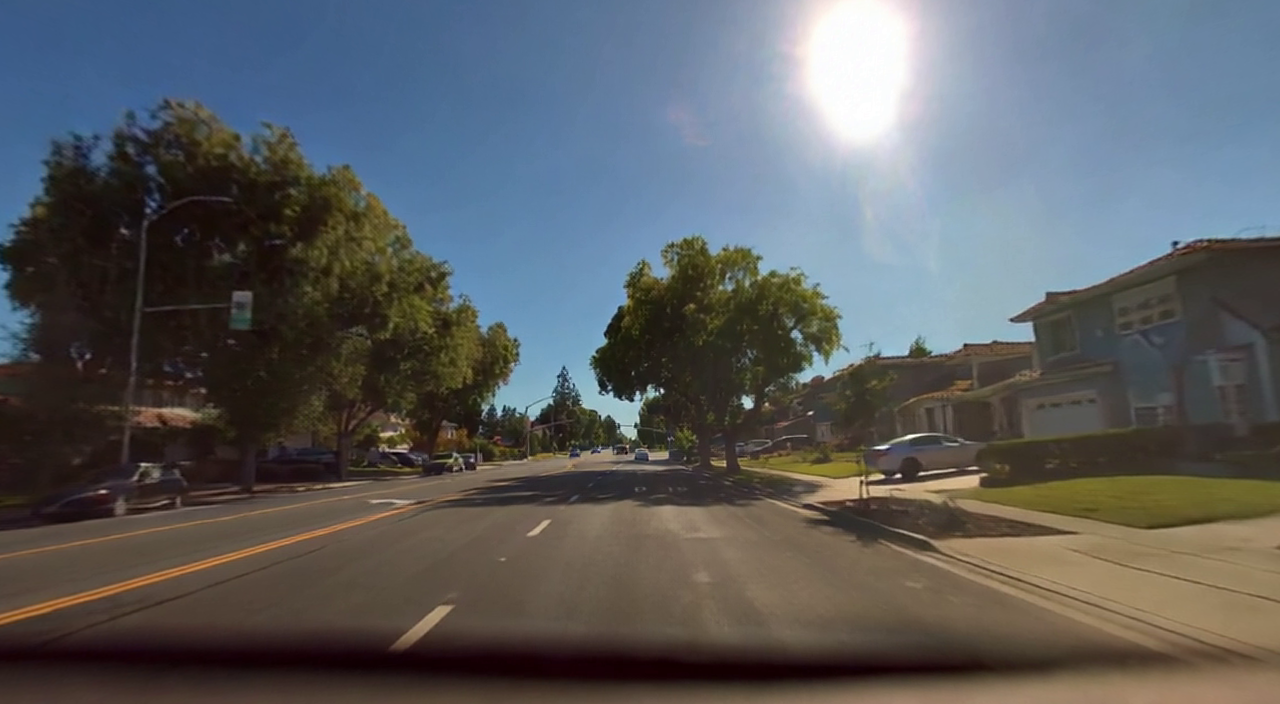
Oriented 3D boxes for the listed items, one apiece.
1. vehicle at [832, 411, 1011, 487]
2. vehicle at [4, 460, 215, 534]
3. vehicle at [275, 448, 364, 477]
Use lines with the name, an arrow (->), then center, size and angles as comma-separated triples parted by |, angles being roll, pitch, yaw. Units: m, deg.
vehicle -> 9.164, 3.181, 20.819 | 4.790, 1.681, 2.029 | -7, -8, -5
vehicle -> -14.019, 3.803, 17.179 | 1.876, 1.495, 4.647 | -4, -9, -2
vehicle -> -21.193, 7.315, 41.880 | 4.756, 1.869, 2.042 | -1, -9, 4
